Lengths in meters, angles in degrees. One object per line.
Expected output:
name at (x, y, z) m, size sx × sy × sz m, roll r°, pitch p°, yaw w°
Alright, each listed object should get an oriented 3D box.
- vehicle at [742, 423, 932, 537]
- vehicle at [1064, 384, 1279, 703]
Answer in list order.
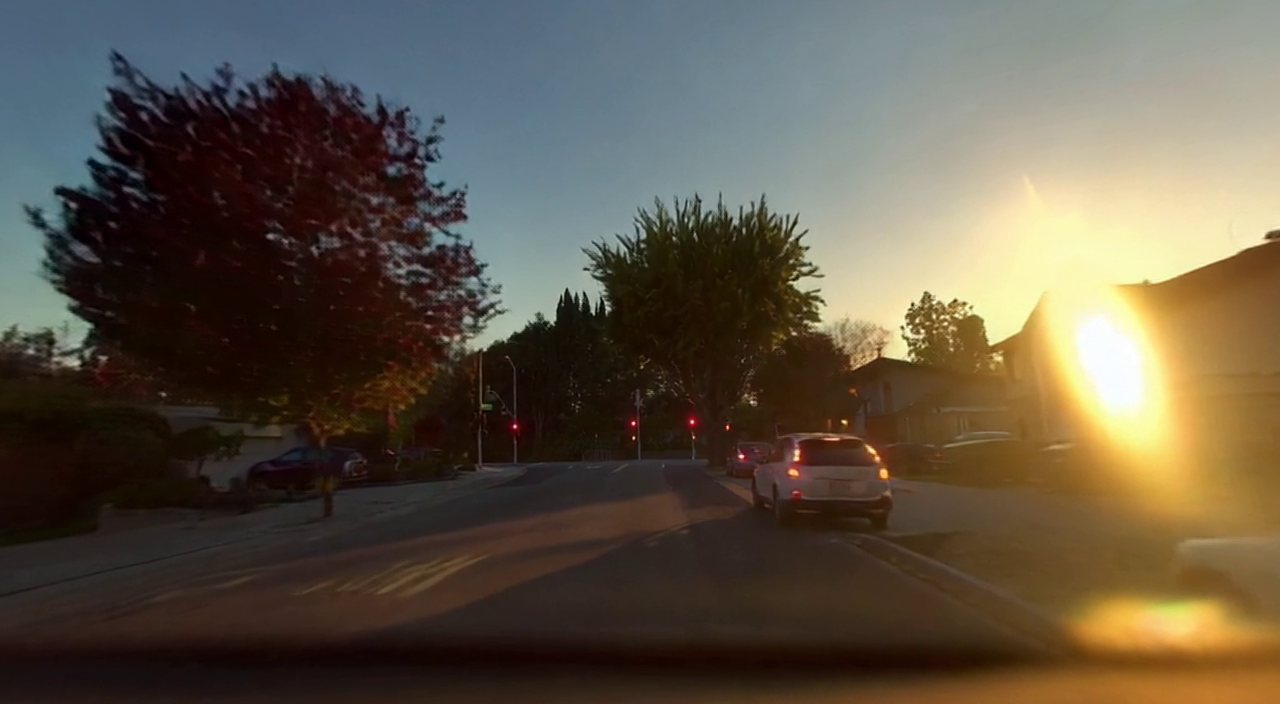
vehicle at (3.160, 2.157, 11.279) m, size 2.037 × 1.595 × 4.536 m, roll -1°, pitch -8°, yaw 2°
vehicle at (4.112, 0.820, 2.160) m, size 2.043 × 1.585 × 4.687 m, roll 0°, pitch -8°, yaw 0°
